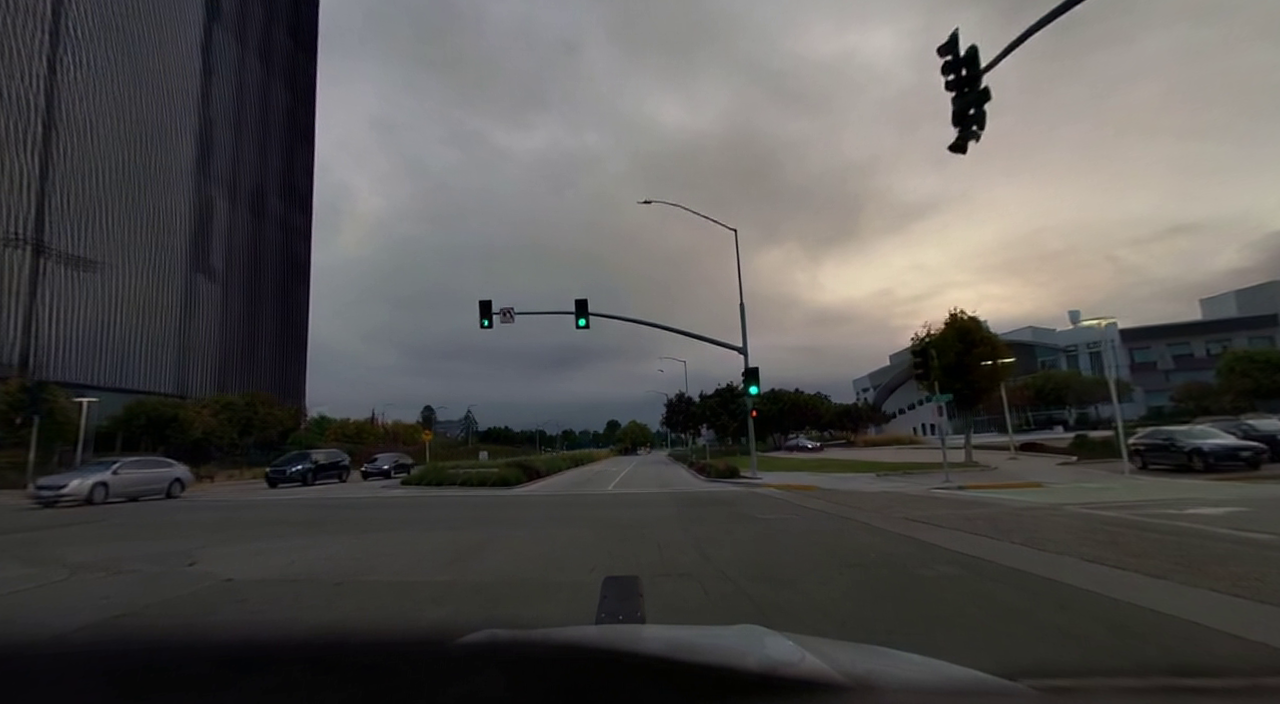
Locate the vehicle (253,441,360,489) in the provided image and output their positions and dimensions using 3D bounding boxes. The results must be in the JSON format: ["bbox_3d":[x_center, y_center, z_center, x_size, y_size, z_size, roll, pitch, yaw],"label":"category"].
[{"bbox_3d":[-14.838,5.030,28.426,2.091,1.915,5.040,0,-9,0],"label":"vehicle"}]

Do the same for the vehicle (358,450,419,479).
[{"bbox_3d":[-15.114,6.764,38.111,1.932,1.605,4.146,0,-9,0],"label":"vehicle"}]

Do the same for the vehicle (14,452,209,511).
[{"bbox_3d":[-15.082,3.678,18.375,1.790,1.437,4.349,0,-9,2],"label":"vehicle"}]

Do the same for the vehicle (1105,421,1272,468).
[{"bbox_3d":[19.082,3.264,22.243,1.834,1.480,4.458,0,-9,-1],"label":"vehicle"}]
